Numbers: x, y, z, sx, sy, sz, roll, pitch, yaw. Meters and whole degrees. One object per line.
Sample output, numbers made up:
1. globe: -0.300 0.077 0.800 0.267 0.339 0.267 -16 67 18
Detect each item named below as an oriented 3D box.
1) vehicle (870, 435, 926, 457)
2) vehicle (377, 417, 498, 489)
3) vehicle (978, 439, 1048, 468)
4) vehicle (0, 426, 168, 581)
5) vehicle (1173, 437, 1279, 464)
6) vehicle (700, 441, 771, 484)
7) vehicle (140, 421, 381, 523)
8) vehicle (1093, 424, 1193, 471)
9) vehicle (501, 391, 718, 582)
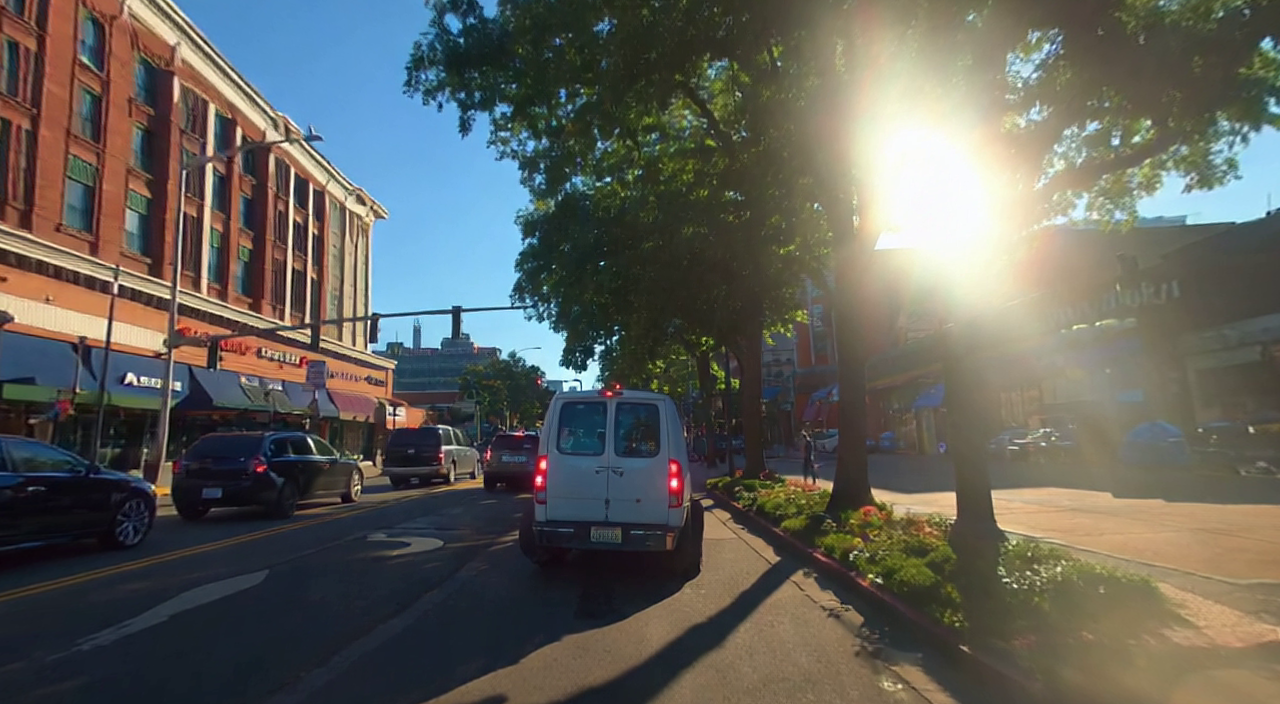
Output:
1. vehicle: 20.096 7.326 49.041 4.361 1.653 2.034 6 -11 -37
2. vehicle: -6.478 3.316 20.842 2.496 2.112 4.351 0 -8 0
3. vehicle: 20.096 5.436 33.918 3.836 1.443 1.694 5 -10 -35
4. vehicle: -6.964 1.417 5.829 1.831 1.451 4.382 0 -8 -1
5. vehicle: 29.699 4.945 31.672 4.176 1.313 1.719 0 -9 2
6. vehicle: 3.428 4.049 23.506 2.023 1.441 4.240 0 -8 1
7. vehicle: -7.156 2.303 12.613 1.941 1.655 4.503 0 -8 1
8. vehicle: 19.231 3.649 24.033 4.156 1.622 1.924 7 -11 -38
9. vehicle: -0.315 1.603 8.254 2.064 1.817 4.298 0 -8 -1
